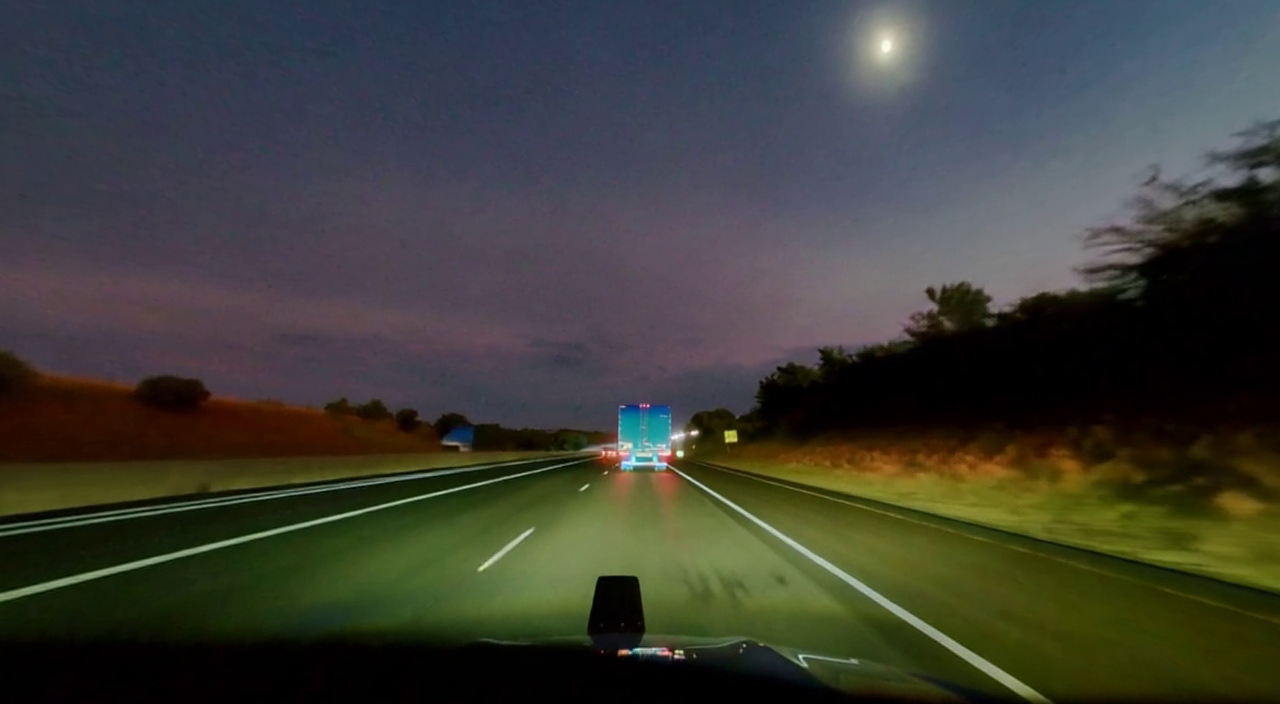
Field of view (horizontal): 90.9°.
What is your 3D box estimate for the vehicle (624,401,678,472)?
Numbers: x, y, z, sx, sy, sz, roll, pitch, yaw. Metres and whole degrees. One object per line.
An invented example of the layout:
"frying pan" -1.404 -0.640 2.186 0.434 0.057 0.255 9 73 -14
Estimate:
"vehicle" 0.502 5.701 41.723 3.055 4.009 10.972 0 -9 -2
